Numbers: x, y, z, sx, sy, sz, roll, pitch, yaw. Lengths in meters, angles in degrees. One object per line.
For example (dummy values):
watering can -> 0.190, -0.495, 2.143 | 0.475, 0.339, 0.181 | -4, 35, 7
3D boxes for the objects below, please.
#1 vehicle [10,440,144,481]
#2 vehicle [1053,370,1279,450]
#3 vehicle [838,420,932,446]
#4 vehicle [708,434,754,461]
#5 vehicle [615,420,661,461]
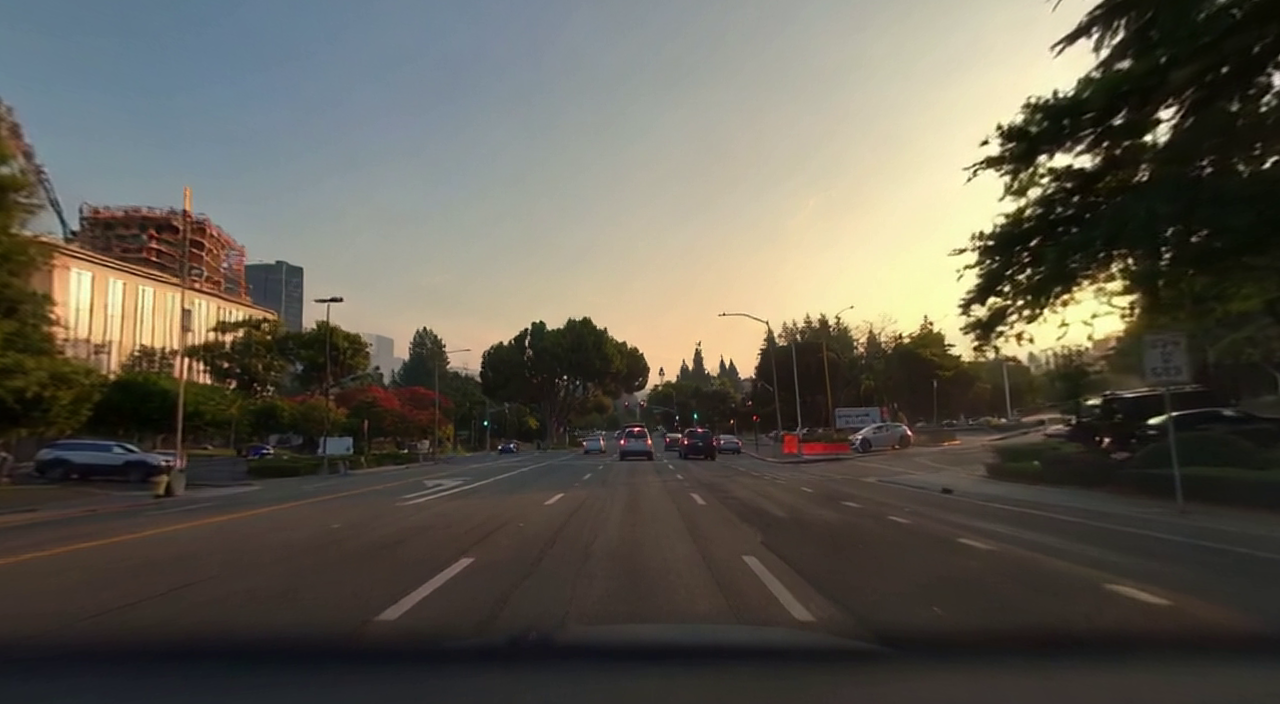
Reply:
vehicle -> -27.942, 5.335, 31.362 | 2.023, 1.885, 4.626 | -8, -11, 42
vehicle -> 16.029, 1.868, 19.001 | 5.631, 2.106, 2.298 | -6, -11, 38
vehicle -> 15.005, 5.003, 38.663 | 4.986, 1.467, 2.025 | -6, -10, 34
vehicle -> 5.297, 5.606, 37.143 | 2.145, 1.503, 4.267 | 0, -8, 1
vehicle -> -0.164, 5.004, 35.421 | 2.350, 2.122, 5.801 | 0, -8, -1
